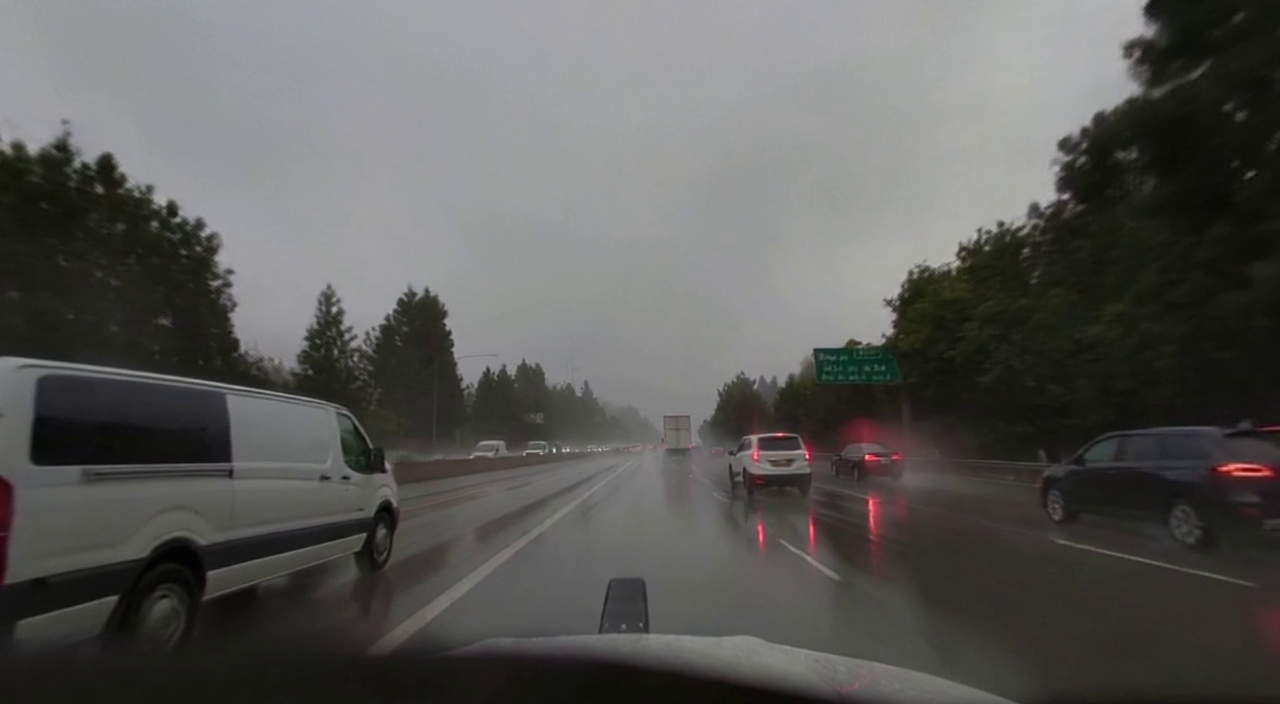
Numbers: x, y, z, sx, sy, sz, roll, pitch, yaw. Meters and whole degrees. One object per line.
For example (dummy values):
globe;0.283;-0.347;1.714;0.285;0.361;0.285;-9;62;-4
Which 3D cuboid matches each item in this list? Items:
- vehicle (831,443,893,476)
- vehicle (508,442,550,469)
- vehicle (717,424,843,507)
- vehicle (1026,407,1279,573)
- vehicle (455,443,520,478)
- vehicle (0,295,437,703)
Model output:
vehicle;10.927;5.294;31.304;1.827;1.493;3.919;0;-8;3
vehicle;-7.442;6.989;42.722;1.955;1.742;4.446;0;-8;1
vehicle;3.452;2.912;16.660;2.209;1.862;4.717;0;-8;-1
vehicle;7.600;1.727;8.594;1.976;1.703;4.288;0;-8;1
vehicle;-7.666;5.471;32.157;2.012;1.669;4.599;0;-8;2
vehicle;-3.541;1.071;4.670;2.159;1.922;5.345;0;-8;1
